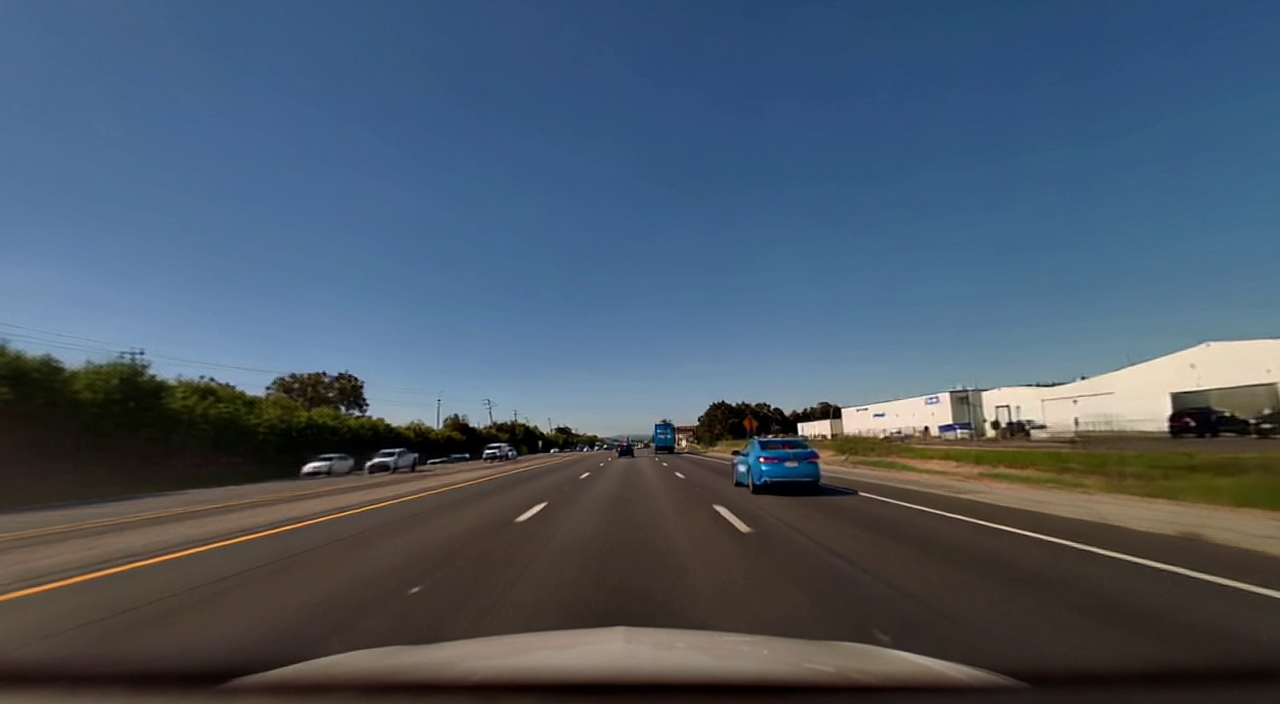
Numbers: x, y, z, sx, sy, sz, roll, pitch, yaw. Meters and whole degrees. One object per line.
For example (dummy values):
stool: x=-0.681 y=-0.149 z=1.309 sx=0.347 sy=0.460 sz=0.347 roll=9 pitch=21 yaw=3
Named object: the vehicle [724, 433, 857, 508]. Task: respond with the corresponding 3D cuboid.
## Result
vehicle: x=3.308 y=2.673 z=14.737 sx=2.048 sy=1.482 sz=3.956 roll=0 pitch=-8 yaw=-1
